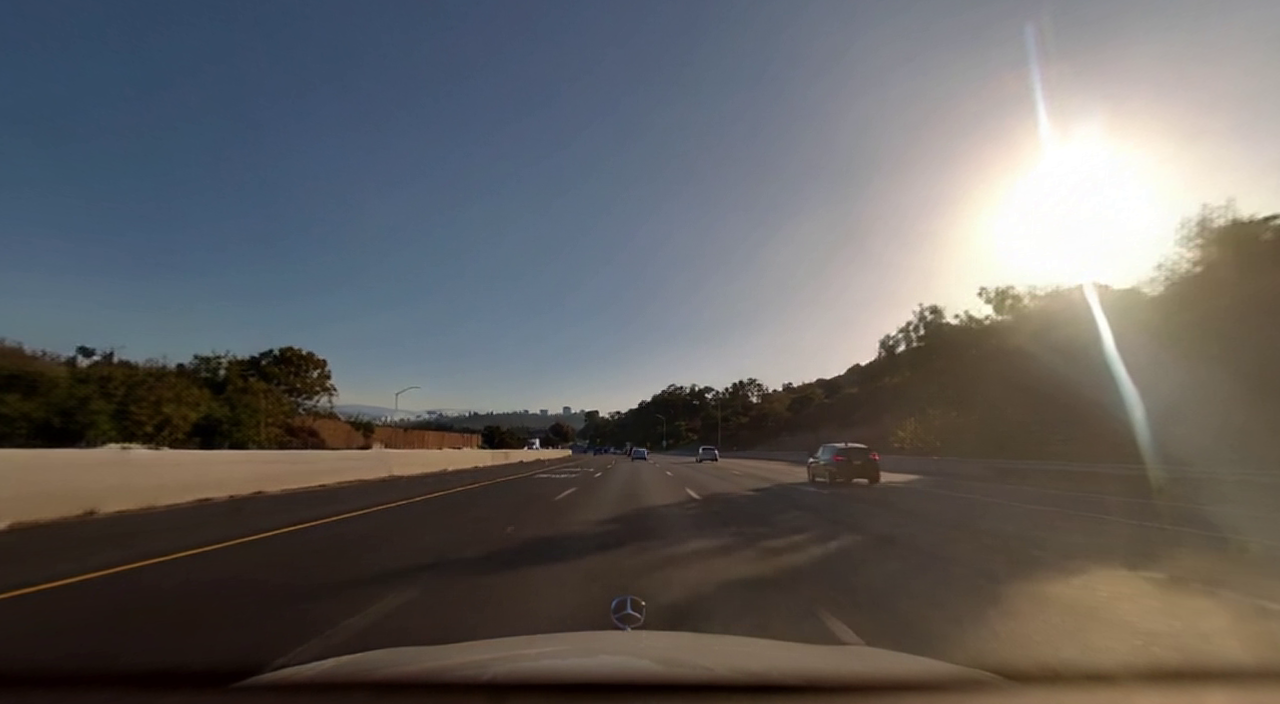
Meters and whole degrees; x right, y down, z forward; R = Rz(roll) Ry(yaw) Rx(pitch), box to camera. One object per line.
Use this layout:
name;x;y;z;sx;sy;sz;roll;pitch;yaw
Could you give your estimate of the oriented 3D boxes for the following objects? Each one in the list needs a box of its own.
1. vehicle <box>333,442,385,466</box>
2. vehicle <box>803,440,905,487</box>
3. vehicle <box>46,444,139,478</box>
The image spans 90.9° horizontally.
vehicle;-22.085;8.032;49.789;1.986;1.717;4.622;0;-8;-1
vehicle;7.735;4.053;23.332;2.031;1.524;4.657;0;-8;-1
vehicle;-25.878;5.125;29.909;1.660;1.532;2.932;0;-8;2
